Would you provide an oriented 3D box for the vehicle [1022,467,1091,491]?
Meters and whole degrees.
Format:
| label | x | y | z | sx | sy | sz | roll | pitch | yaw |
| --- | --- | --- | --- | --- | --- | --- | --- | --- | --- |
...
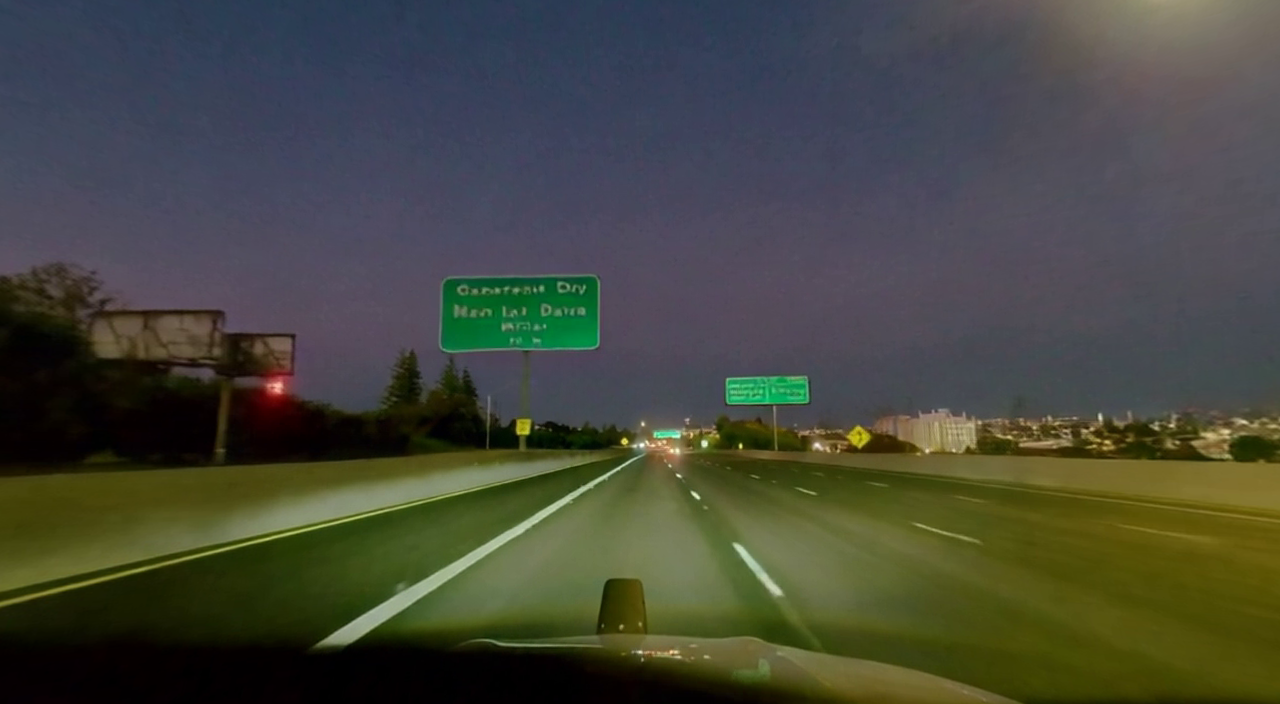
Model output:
| label | x | y | z | sx | sy | sz | roll | pitch | yaw |
| --- | --- | --- | --- | --- | --- | --- | --- | --- | --- |
| vehicle | 29.448 | 8.973 | 44.772 | 1.909 | 1.461 | 4.719 | -1 | -9 | 3 |
